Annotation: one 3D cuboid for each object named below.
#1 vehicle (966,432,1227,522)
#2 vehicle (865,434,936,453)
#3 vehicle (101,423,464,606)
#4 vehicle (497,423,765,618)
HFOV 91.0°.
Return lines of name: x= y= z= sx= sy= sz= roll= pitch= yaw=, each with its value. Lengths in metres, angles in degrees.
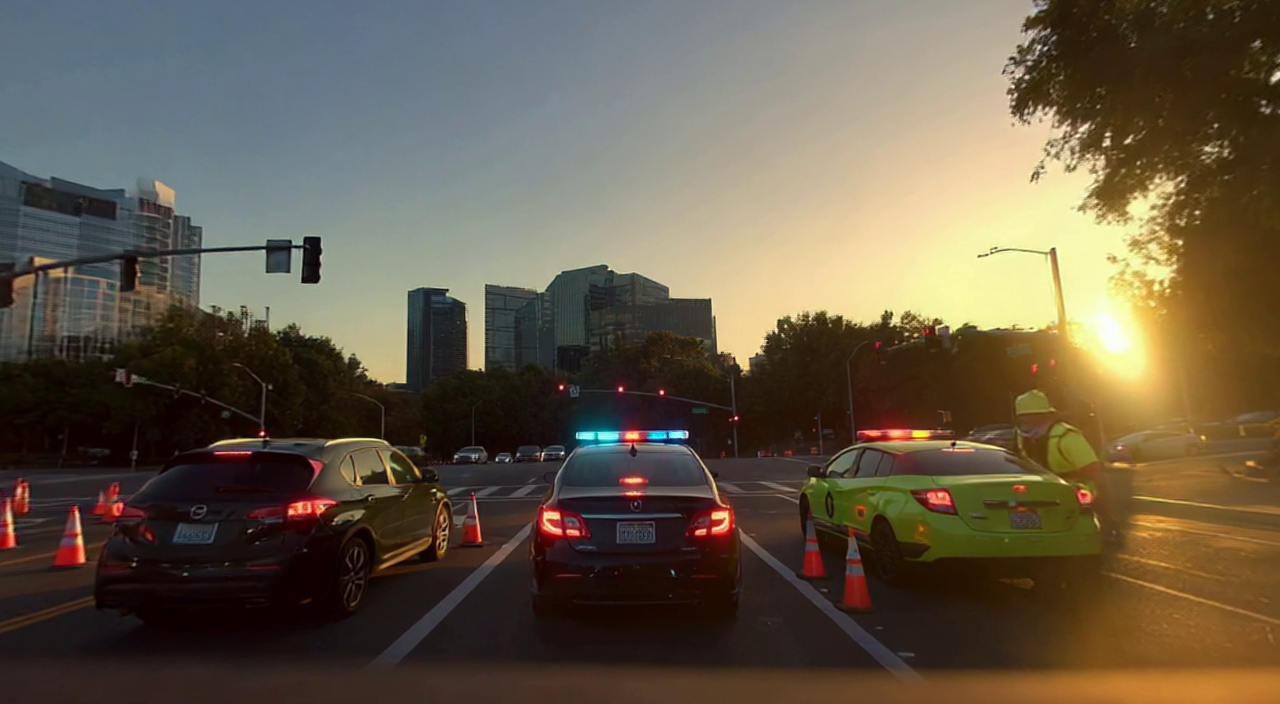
vehicle: x=9.375 y=2.578 z=13.595 sx=1.957 sy=1.576 sz=4.670 roll=0 pitch=-9 yaw=-3
vehicle: x=20.614 y=7.255 z=49.909 sx=4.827 sy=1.484 sz=1.883 roll=0 pitch=-9 yaw=0
vehicle: x=-3.600 y=1.676 z=7.390 sx=1.863 sy=1.526 sz=4.006 roll=0 pitch=-8 yaw=1
vehicle: x=-0.113 y=1.625 z=7.093 sx=2.061 sy=1.486 sz=4.332 roll=0 pitch=-8 yaw=-1
